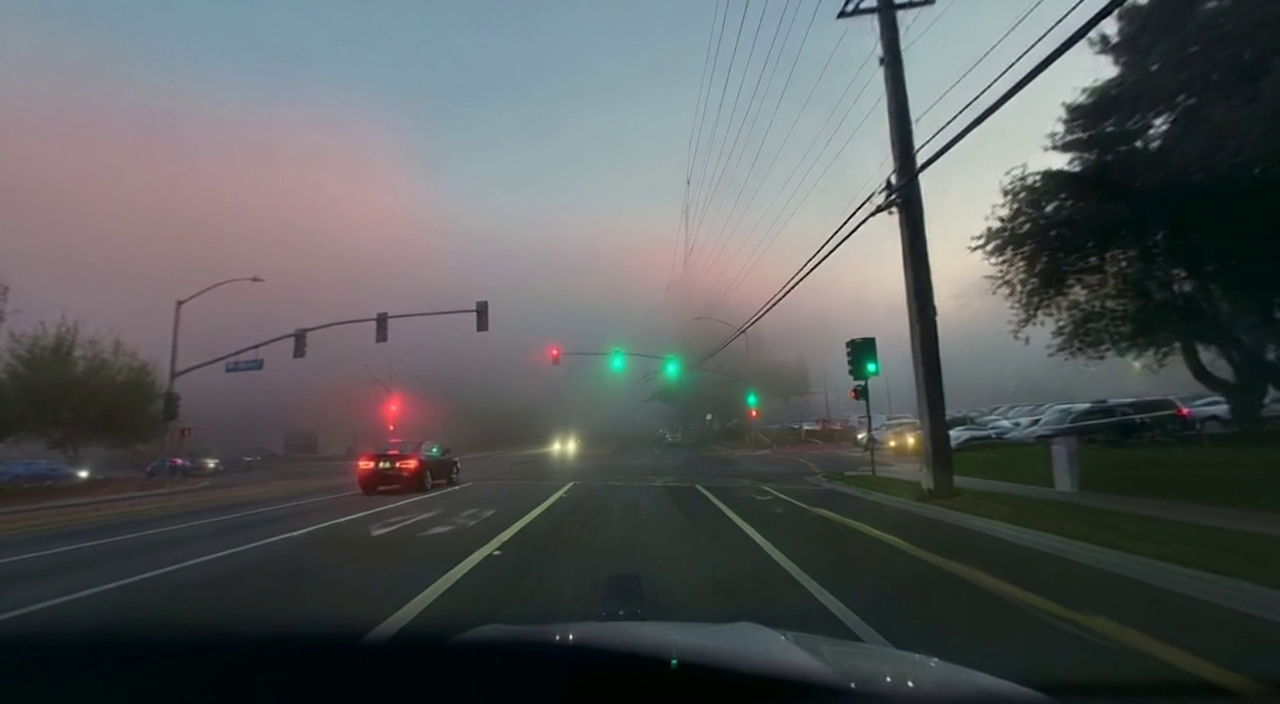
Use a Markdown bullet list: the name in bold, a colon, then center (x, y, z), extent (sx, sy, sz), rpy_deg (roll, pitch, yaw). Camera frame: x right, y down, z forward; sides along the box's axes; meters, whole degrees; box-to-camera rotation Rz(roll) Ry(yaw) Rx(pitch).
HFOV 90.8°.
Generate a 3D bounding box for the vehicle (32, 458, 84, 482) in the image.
- **vehicle**: center (-40.521, 8.203, 44.072), extent (1.906, 1.496, 4.381), rpy_deg (5, -10, -34)

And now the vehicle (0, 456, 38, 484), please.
- **vehicle**: center (-43.573, 8.119, 43.624), extent (2.020, 1.784, 4.391), rpy_deg (5, -10, -34)

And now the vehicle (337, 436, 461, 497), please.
- **vehicle**: center (-6.493, 3.103, 17.583), extent (1.928, 1.451, 4.219), rpy_deg (0, -8, -2)

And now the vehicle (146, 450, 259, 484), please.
- **vehicle**: center (-23.801, 6.266, 34.467), extent (4.722, 1.741, 2.142), rpy_deg (-1, -8, 6)
